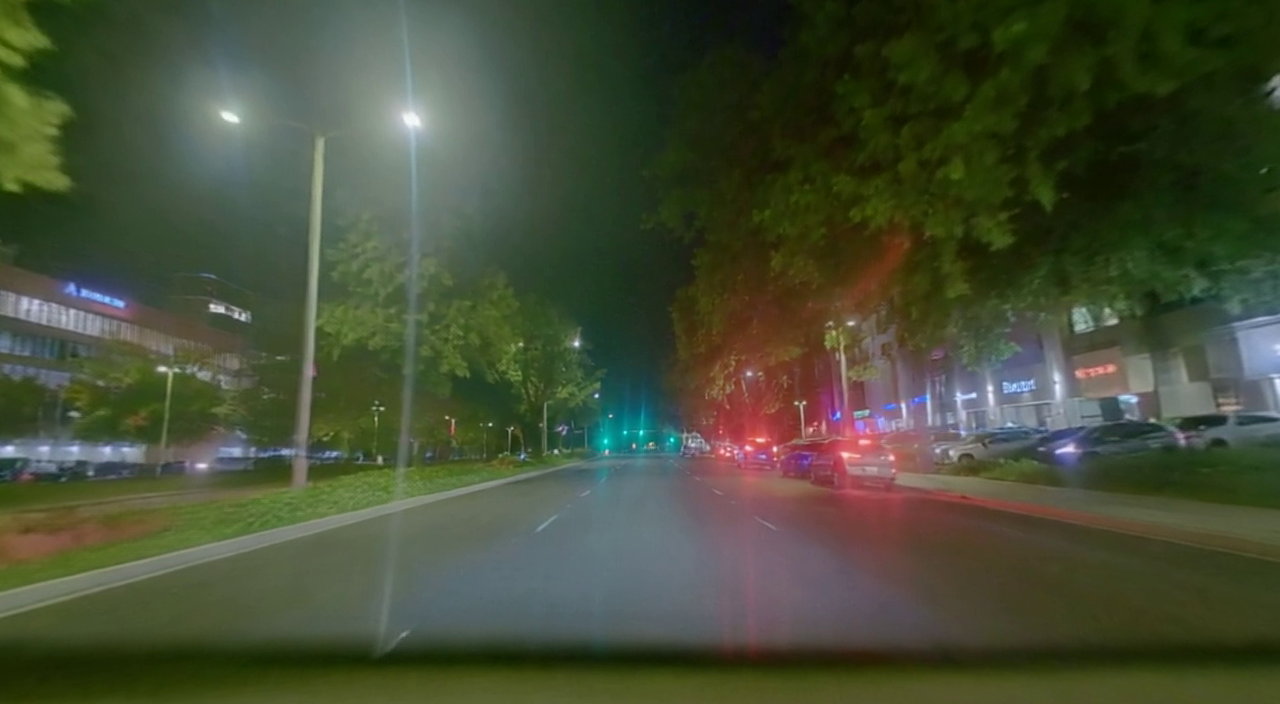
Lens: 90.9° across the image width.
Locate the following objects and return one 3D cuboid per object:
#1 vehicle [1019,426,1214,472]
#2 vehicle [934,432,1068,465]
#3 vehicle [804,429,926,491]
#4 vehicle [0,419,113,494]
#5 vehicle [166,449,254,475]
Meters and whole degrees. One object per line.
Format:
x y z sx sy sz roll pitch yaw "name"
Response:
16.785 3.458 22.415 5.222 1.515 2.044 0 -9 -1 "vehicle"
16.898 4.539 29.671 4.906 1.429 2.234 0 -9 -1 "vehicle"
7.027 3.424 20.340 2.084 1.736 4.754 0 -8 -1 "vehicle"
-33.056 5.535 33.456 7.106 3.726 3.230 0 -8 1 "vehicle"
-32.196 8.261 47.312 4.963 1.714 2.311 -2 -9 -1 "vehicle"
